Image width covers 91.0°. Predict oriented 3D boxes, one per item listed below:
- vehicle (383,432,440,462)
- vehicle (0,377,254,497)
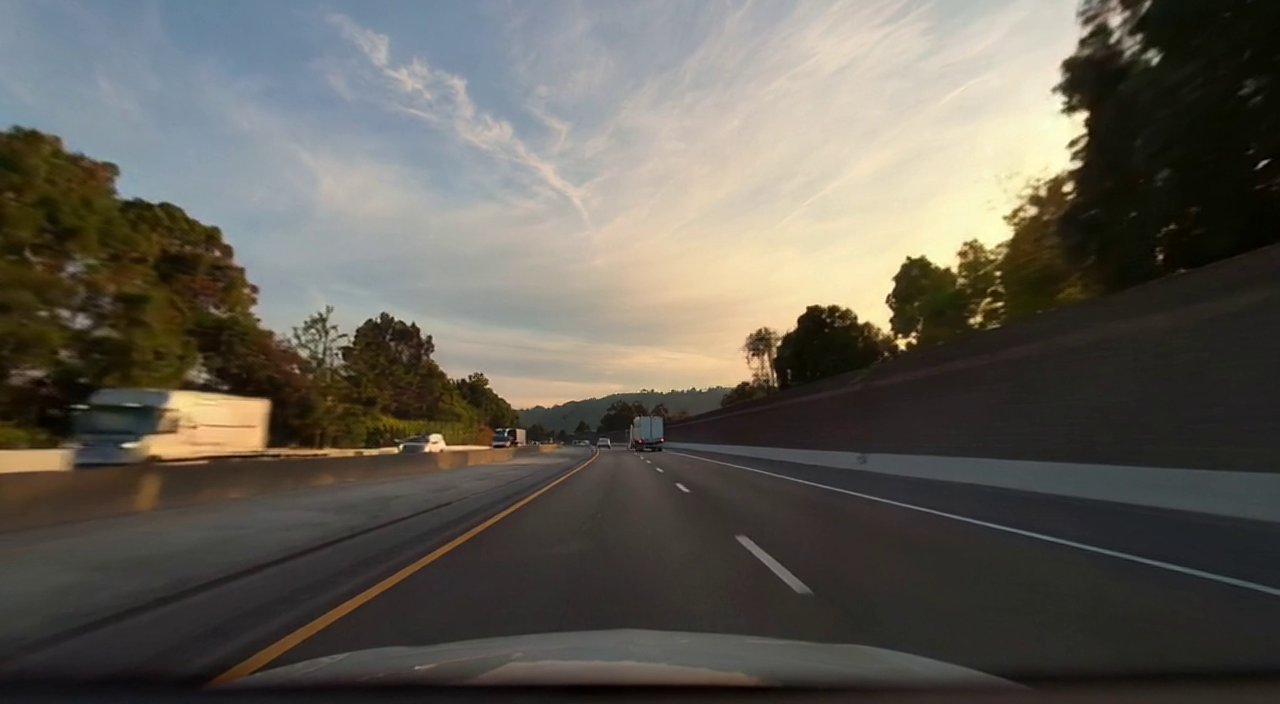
[{"bbox_3d":[-13.652,5.723,37.886,1.927,1.660,4.333,0,-8,-1],"label":"vehicle"},{"bbox_3d":[-13.442,2.311,17.023,2.294,2.641,5.907,0,-8,-2],"label":"vehicle"}]
